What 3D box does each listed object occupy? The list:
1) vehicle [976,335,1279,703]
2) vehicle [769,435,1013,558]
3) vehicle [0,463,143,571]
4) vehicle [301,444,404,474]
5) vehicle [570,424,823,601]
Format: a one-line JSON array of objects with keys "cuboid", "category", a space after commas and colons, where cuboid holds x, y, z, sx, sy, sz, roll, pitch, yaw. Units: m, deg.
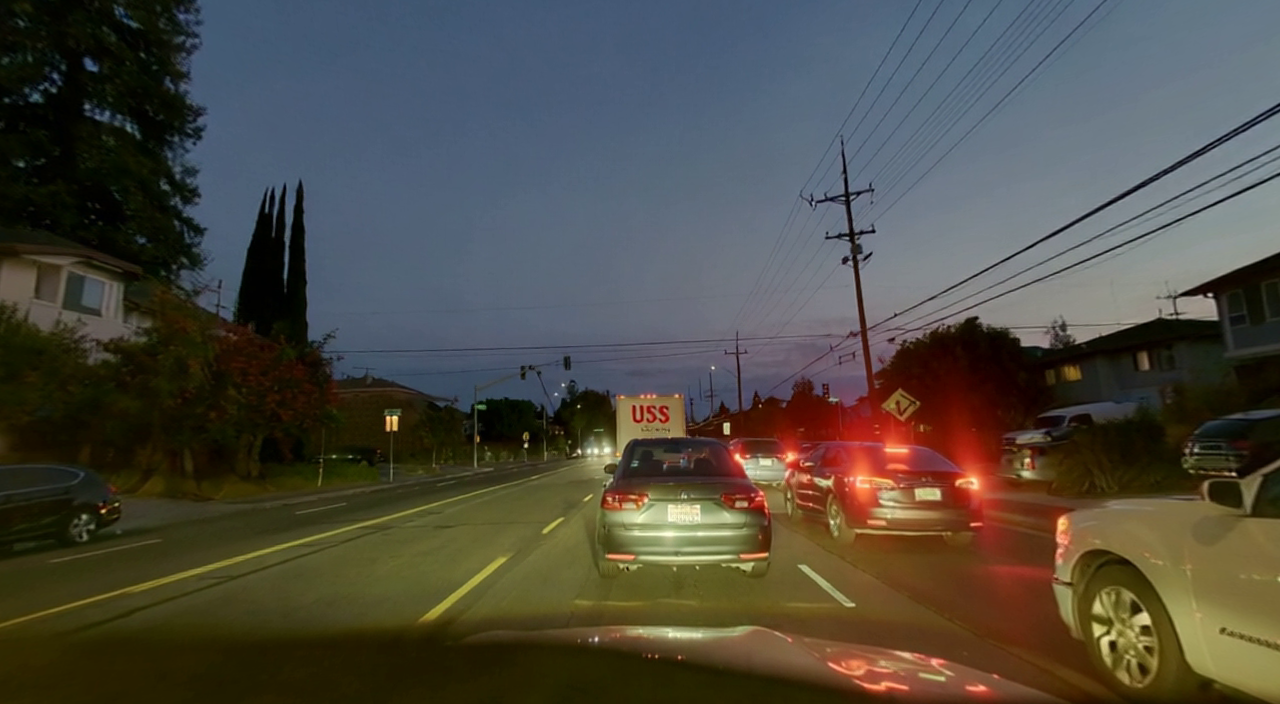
[{"cuboid": [3.313, 0.747, 1.836, 2.069, 1.722, 4.888, 0, -8, 2], "category": "vehicle"}, {"cuboid": [3.520, 2.093, 9.921, 1.993, 1.479, 4.487, 0, -8, 0], "category": "vehicle"}, {"cuboid": [-10.344, 2.482, 9.376, 1.925, 1.482, 4.753, 0, -8, 1], "category": "vehicle"}, {"cuboid": [-17.422, 6.484, 38.189, 5.274, 1.793, 1.921, 0, -8, 2], "category": "vehicle"}, {"cuboid": [0.483, 1.705, 7.629, 2.158, 1.499, 4.377, 0, -8, 0], "category": "vehicle"}]
